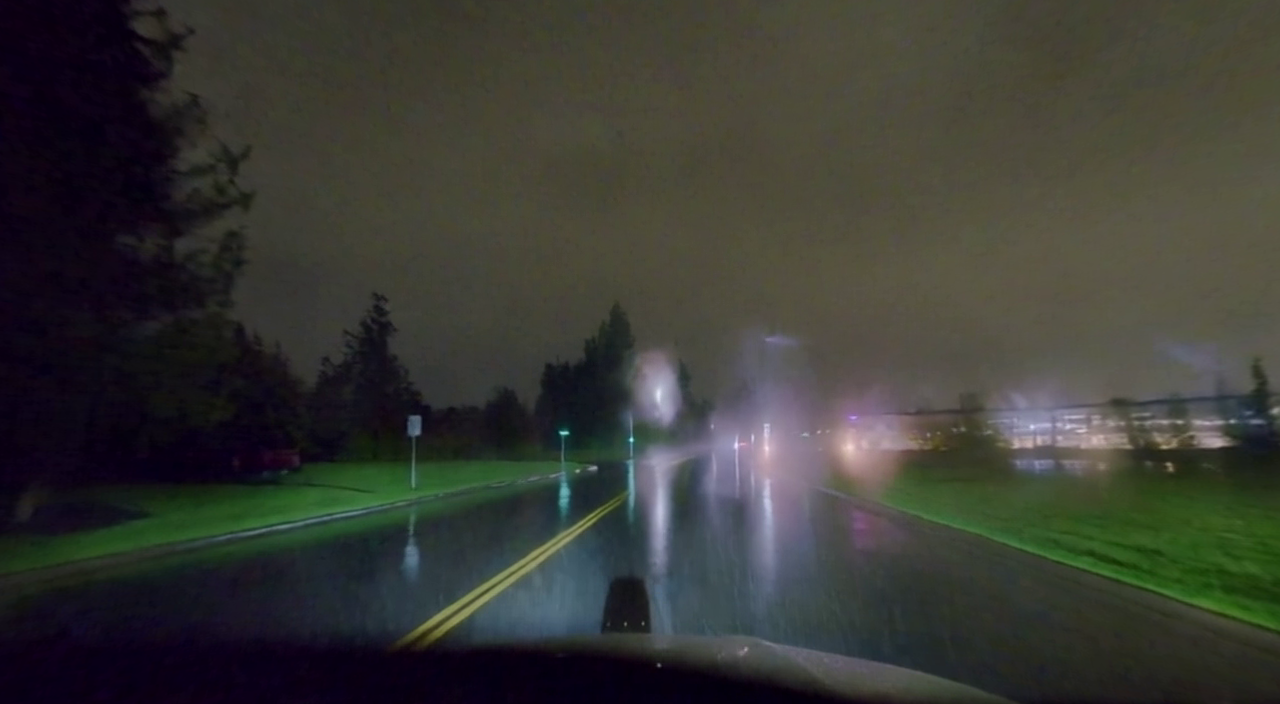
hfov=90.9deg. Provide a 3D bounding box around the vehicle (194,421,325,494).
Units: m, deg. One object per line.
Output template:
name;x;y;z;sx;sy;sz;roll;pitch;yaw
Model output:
vehicle;-10.868;3.120;18.486;2.244;1.796;5.170;5;-11;-20

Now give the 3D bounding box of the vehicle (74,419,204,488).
vehicle;-14.451;2.941;18.499;2.192;1.740;4.521;5;-10;-29
